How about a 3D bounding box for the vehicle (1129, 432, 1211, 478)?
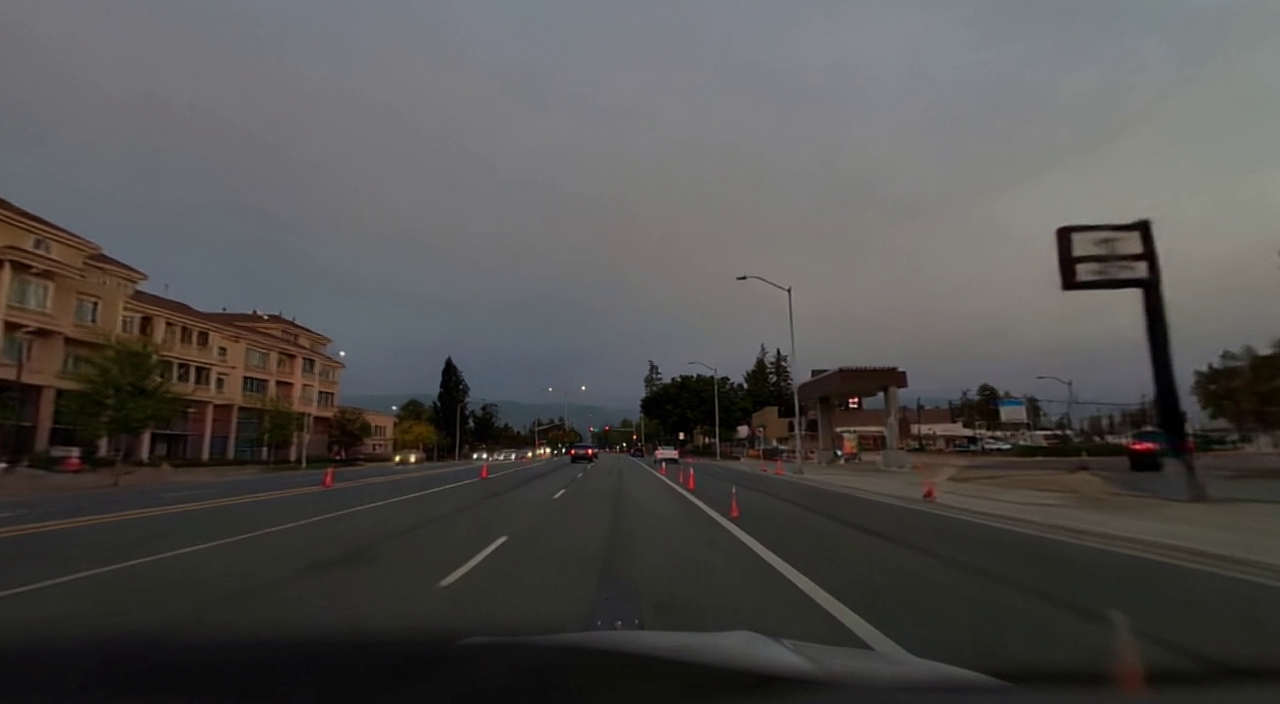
[{"bbox_3d":[21.342,4.103,25.376,2.160,1.639,5.163,-8,-11,41],"label":"vehicle"}]
